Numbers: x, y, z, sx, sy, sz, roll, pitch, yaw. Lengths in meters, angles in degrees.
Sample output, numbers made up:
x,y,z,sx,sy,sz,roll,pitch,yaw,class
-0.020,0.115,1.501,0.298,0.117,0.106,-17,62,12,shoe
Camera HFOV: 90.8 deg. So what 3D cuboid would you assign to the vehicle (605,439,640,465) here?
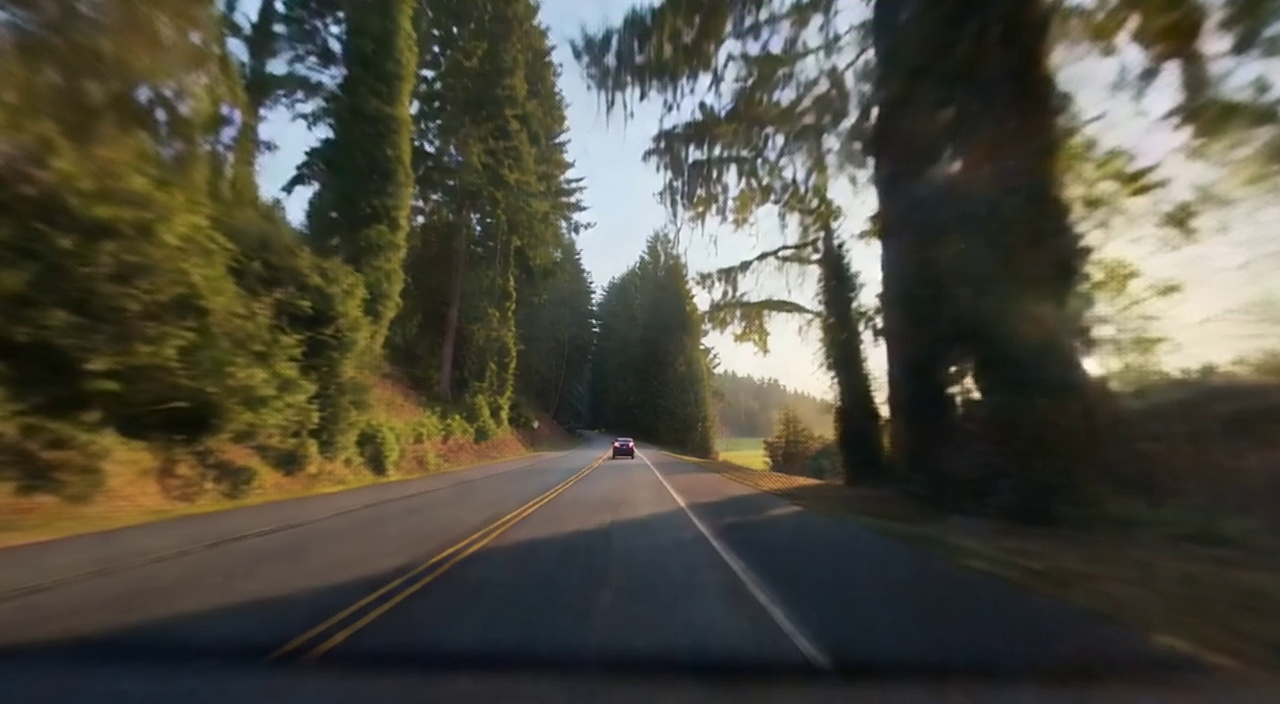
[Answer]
x,y,z,sx,sy,sz,roll,pitch,yaw,class
-1.093,6.143,38.914,2.042,1.489,3.963,0,-9,-2,vehicle
